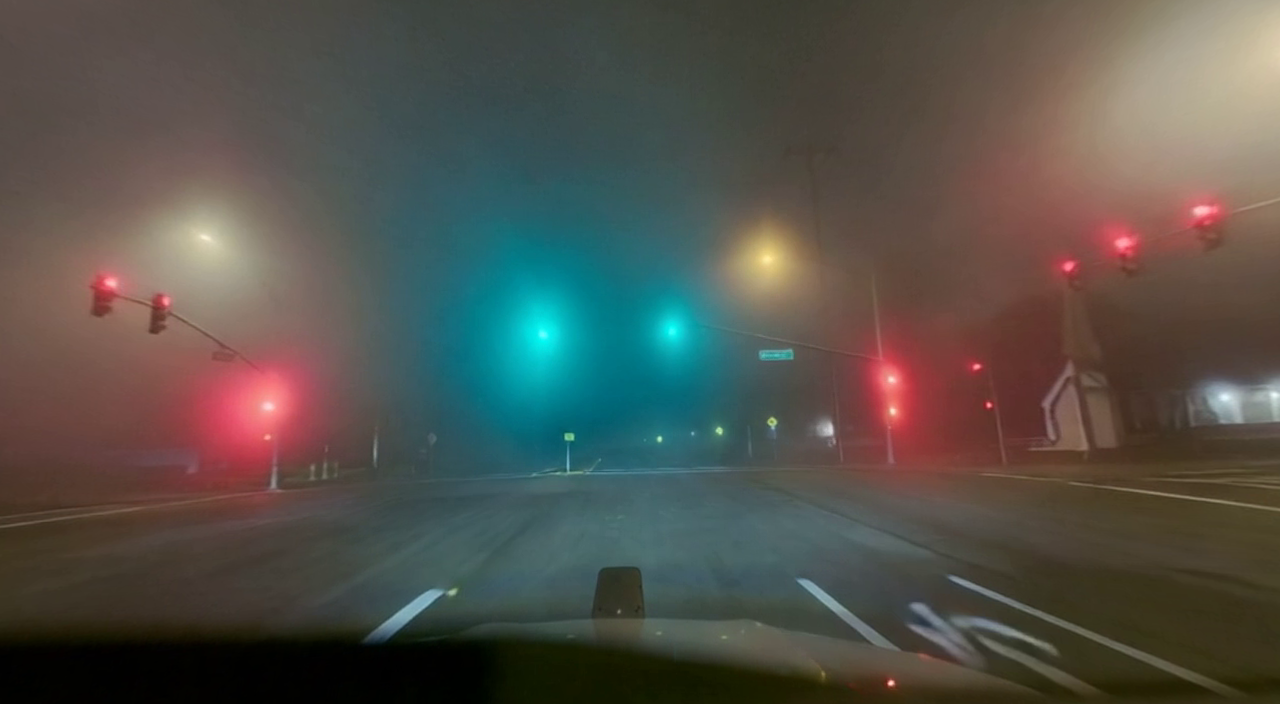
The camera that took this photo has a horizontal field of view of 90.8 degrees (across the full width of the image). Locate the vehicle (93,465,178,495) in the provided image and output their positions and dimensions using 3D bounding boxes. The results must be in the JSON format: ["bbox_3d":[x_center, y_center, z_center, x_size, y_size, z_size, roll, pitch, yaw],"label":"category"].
[{"bbox_3d":[-28.926,7.302,36.392,1.974,1.457,4.248,1,-9,-11],"label":"vehicle"}]
